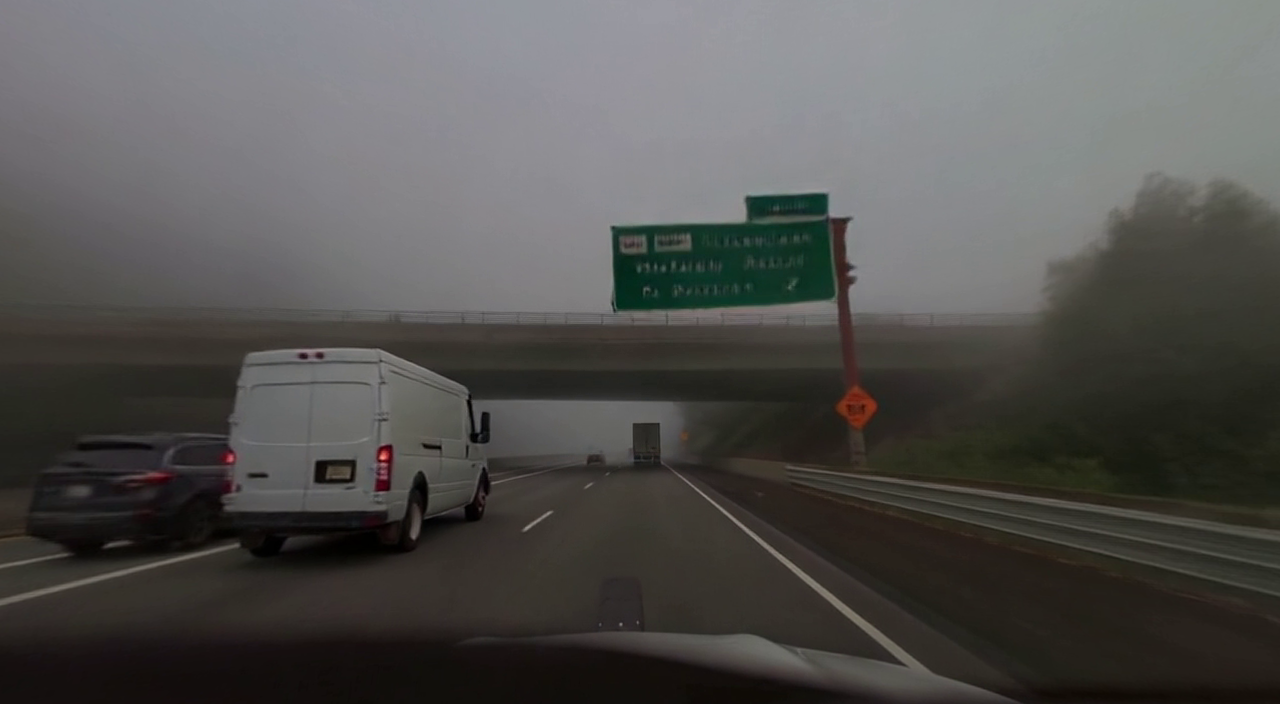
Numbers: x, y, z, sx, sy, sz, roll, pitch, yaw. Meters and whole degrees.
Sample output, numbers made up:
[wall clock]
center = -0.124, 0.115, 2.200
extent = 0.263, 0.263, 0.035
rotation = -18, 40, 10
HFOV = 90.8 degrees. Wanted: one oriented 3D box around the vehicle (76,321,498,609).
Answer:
[vehicle]
center = -3.944, 1.483, 8.933
extent = 2.504, 2.694, 5.934
rotation = 0, -9, 0
